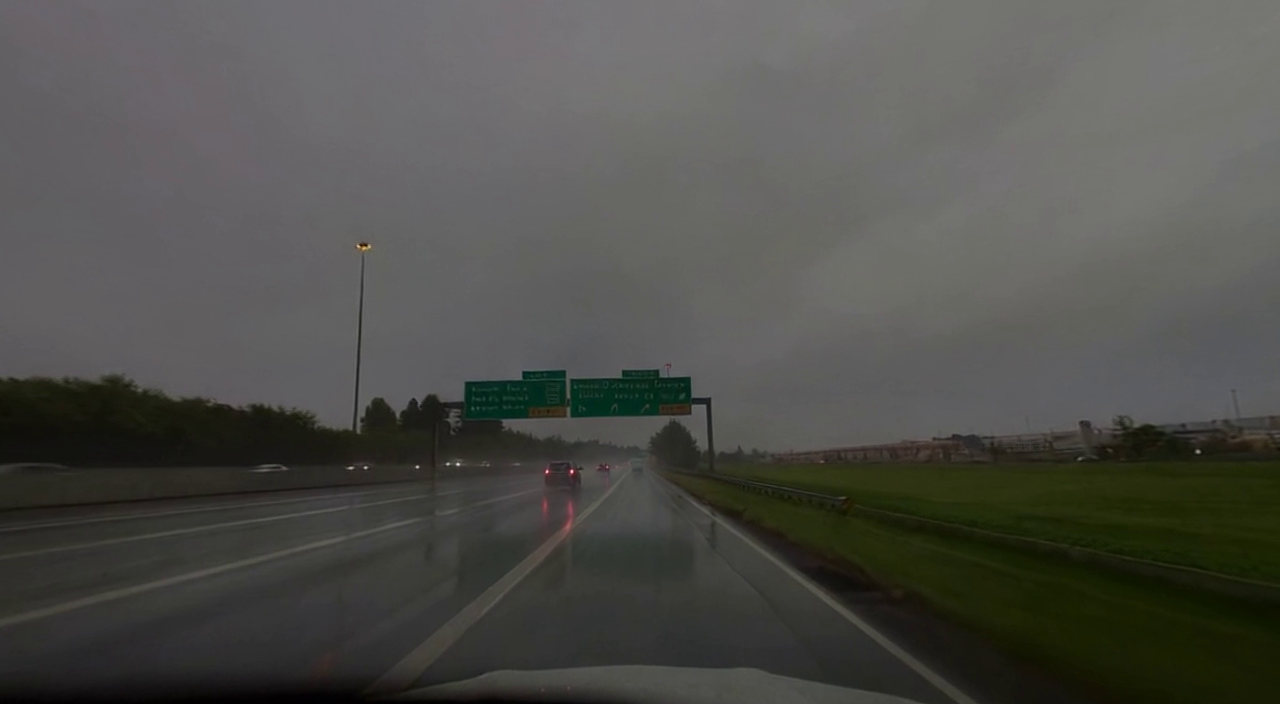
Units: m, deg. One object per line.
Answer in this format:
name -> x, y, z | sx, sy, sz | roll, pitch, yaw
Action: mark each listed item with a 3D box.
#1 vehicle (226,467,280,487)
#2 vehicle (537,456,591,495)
vehicle -> -29.069, 9.400, 47.398 | 1.706, 1.394, 3.719 | 1, -11, -2
vehicle -> -3.483, 5.756, 29.526 | 2.092, 1.642, 3.895 | 1, -11, -1
